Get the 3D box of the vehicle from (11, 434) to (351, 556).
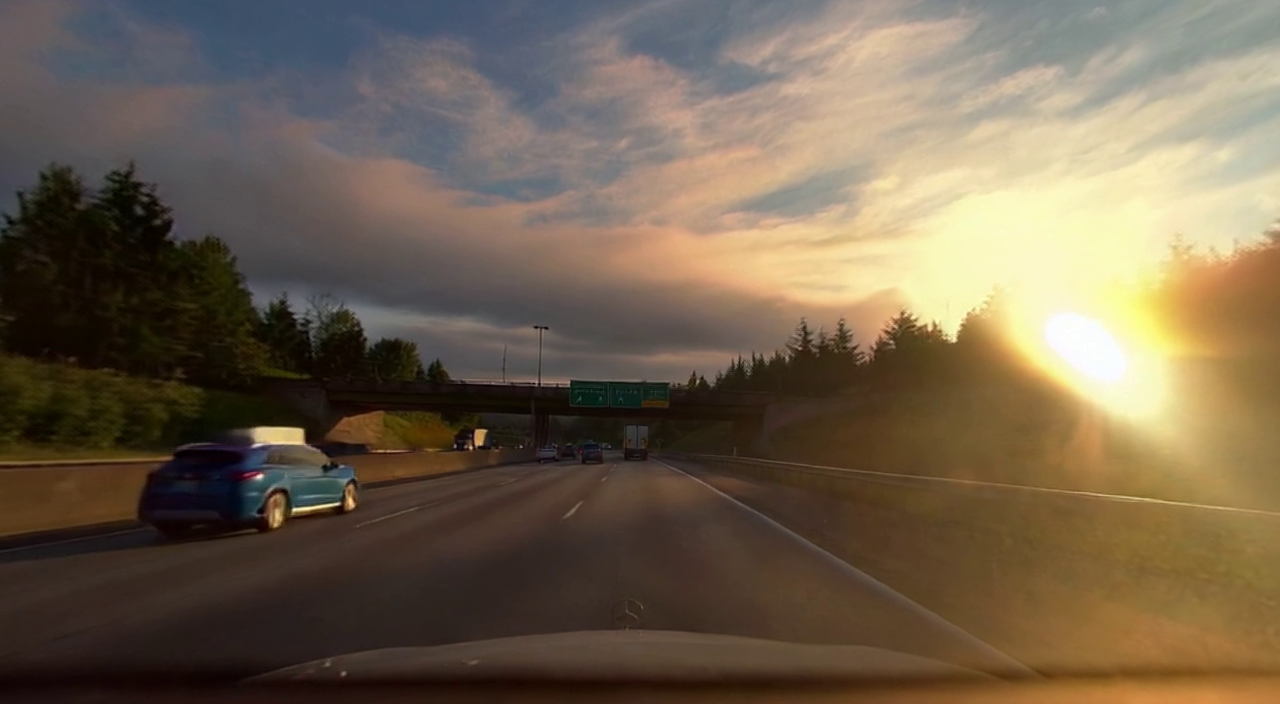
[{"bbox_3d":[-6.810,2.144,10.241,2.038,1.489,4.603,0,-9,0],"label":"vehicle"}]
